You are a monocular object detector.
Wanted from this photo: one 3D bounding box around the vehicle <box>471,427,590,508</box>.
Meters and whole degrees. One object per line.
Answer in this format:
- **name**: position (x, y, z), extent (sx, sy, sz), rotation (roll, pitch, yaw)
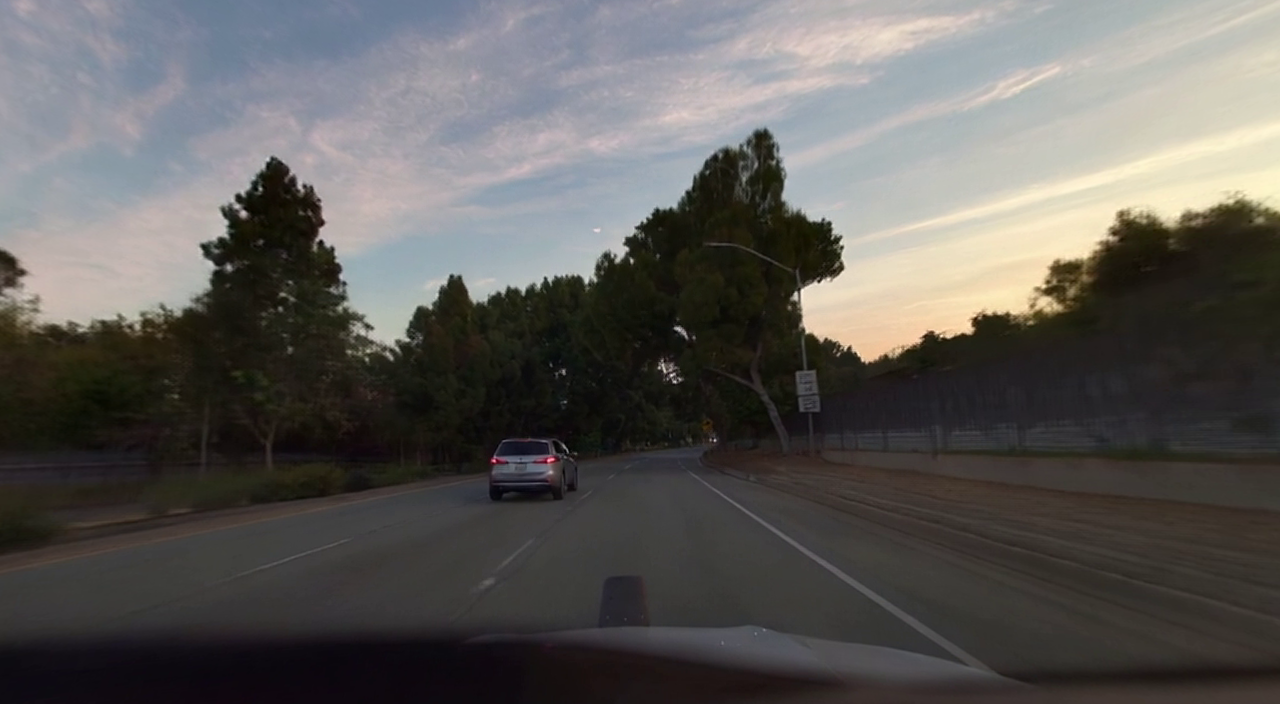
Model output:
- **vehicle**: position (-2.728, 3.030, 17.024), extent (2.160, 1.855, 4.695), rotation (-1, -8, 3)
